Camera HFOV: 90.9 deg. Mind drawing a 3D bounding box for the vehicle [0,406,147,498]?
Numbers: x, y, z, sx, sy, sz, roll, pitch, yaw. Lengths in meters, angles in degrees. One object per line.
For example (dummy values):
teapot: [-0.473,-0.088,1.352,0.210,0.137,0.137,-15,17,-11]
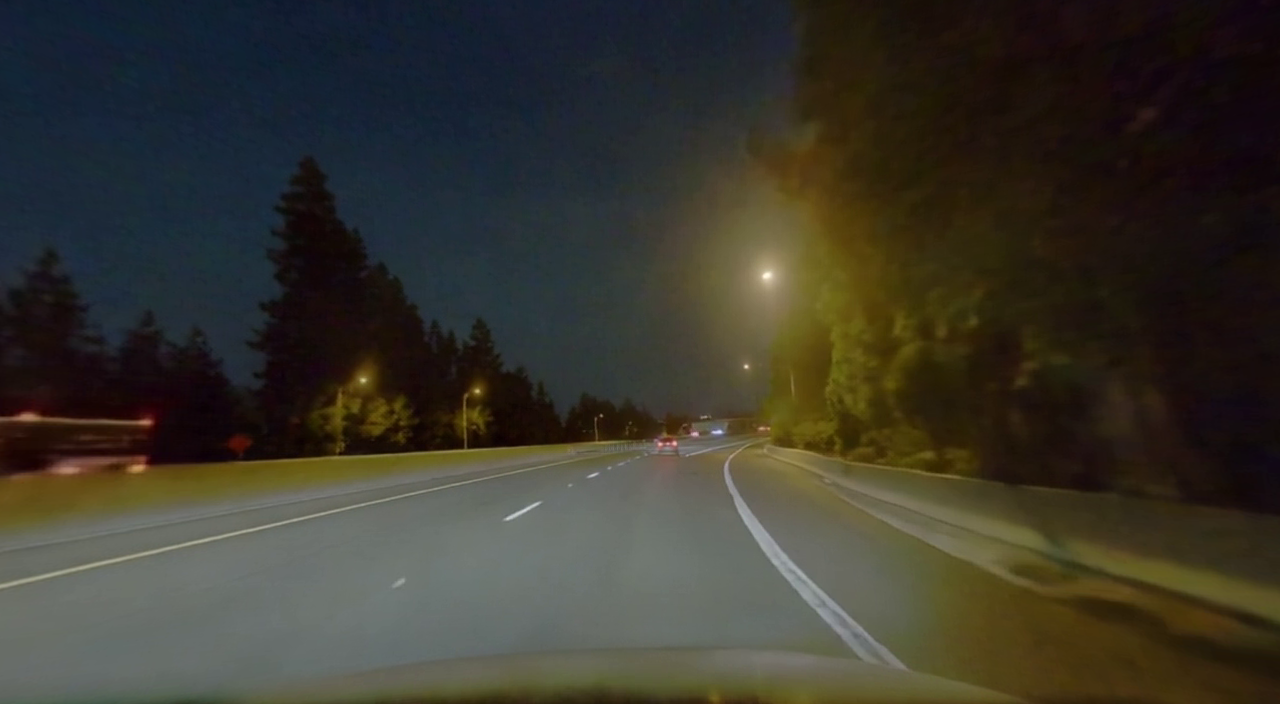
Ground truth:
vehicle: [-29.001,4.187,26.244,2.870,3.934,15.899,-1,-8,6]
